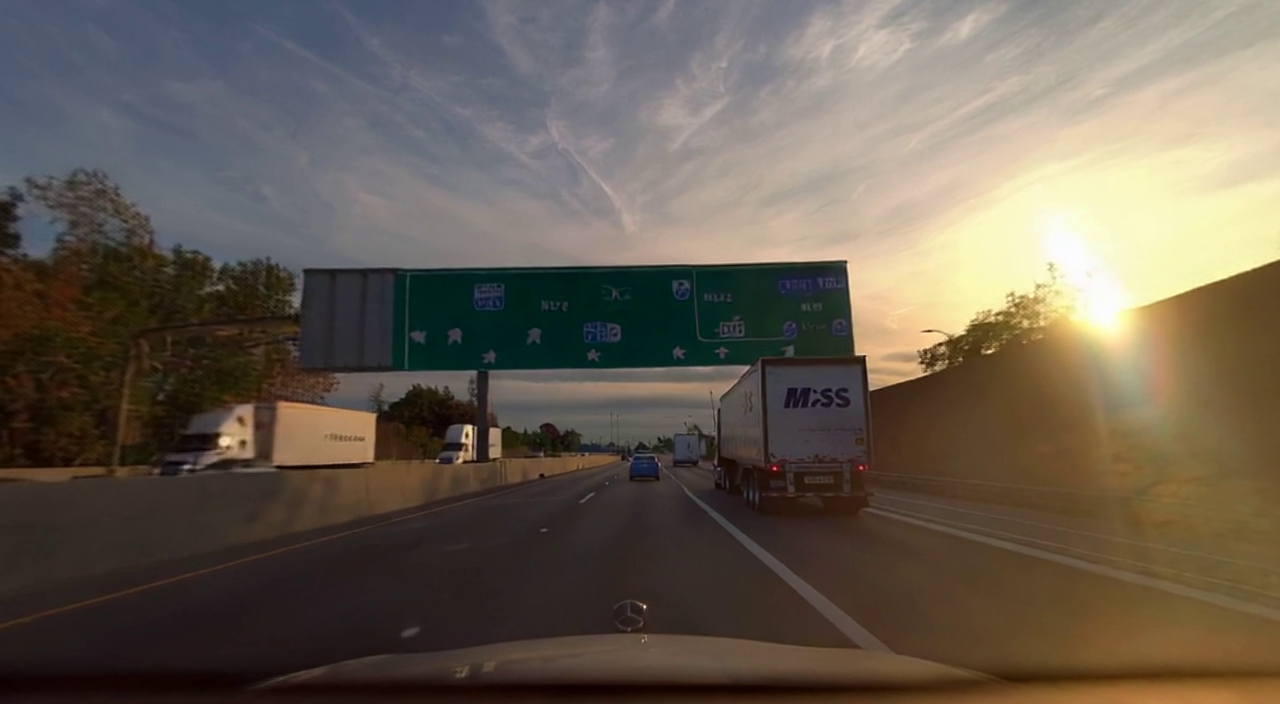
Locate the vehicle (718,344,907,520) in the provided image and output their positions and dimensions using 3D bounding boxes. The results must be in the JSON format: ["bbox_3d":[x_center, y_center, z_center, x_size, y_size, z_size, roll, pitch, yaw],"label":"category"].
[{"bbox_3d":[4.873,2.939,21.863,3.002,4.104,14.174,0,-9,2],"label":"vehicle"}]

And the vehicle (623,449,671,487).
[{"bbox_3d":[0.358,5.492,30.137,2.121,1.642,3.828,0,-9,1],"label":"vehicle"}]

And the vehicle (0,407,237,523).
[{"bbox_3d":[-13.728,2.896,16.594,2.348,2.494,5.681,0,-9,1],"label":"vehicle"}]

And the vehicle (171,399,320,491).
[{"bbox_3d":[-18.210,4.387,29.668,2.986,3.895,5.845,0,-9,0],"label":"vehicle"}]
